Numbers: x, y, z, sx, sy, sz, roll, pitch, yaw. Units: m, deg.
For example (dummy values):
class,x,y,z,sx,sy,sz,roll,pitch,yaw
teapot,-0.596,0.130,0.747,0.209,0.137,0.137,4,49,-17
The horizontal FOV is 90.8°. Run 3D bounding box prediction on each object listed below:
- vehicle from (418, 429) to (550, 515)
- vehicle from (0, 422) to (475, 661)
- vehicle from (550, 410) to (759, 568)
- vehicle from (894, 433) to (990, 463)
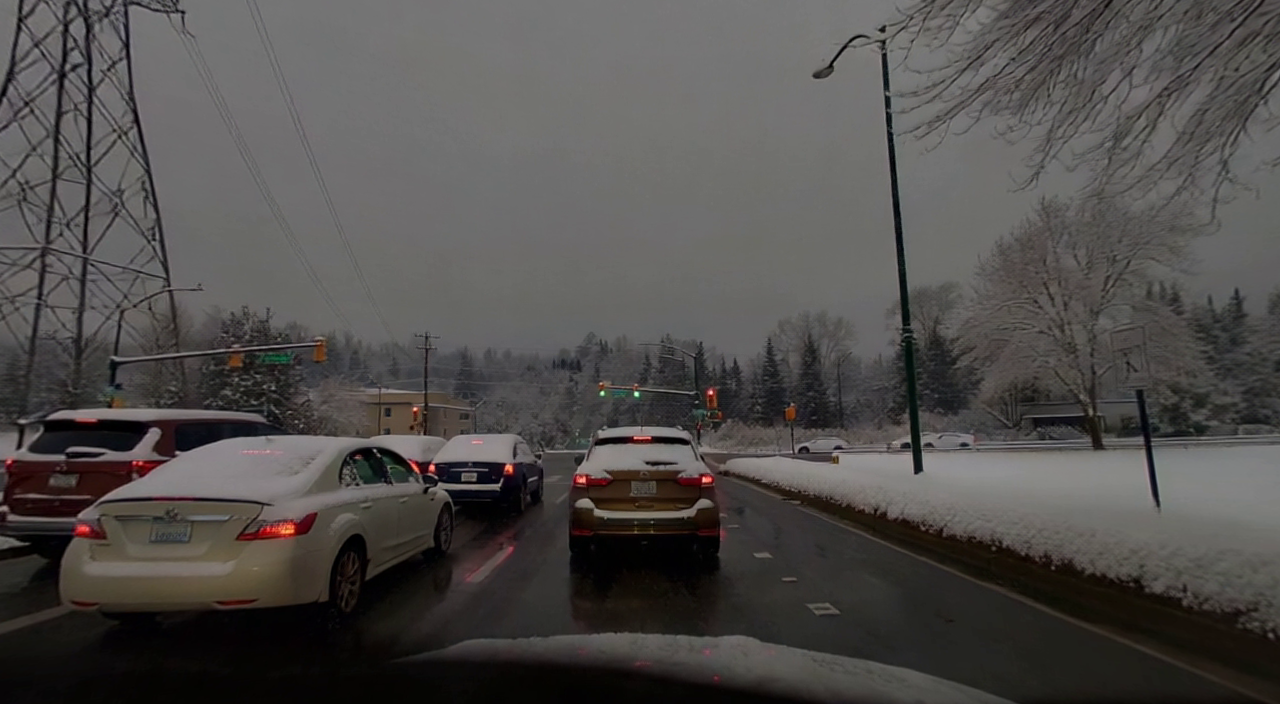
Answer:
class,x,y,z,sx,sy,sz,roll,pitch,yaw
vehicle,-3.265,2.579,14.038,1.997,1.636,3.760,0,-8,-1
vehicle,-3.171,1.517,6.255,1.973,1.469,4.448,0,-8,-1
vehicle,0.087,1.775,8.943,2.239,1.661,4.224,0,-8,-2
vehicle,15.098,4.809,31.718,3.858,1.437,1.899,0,-8,-4
